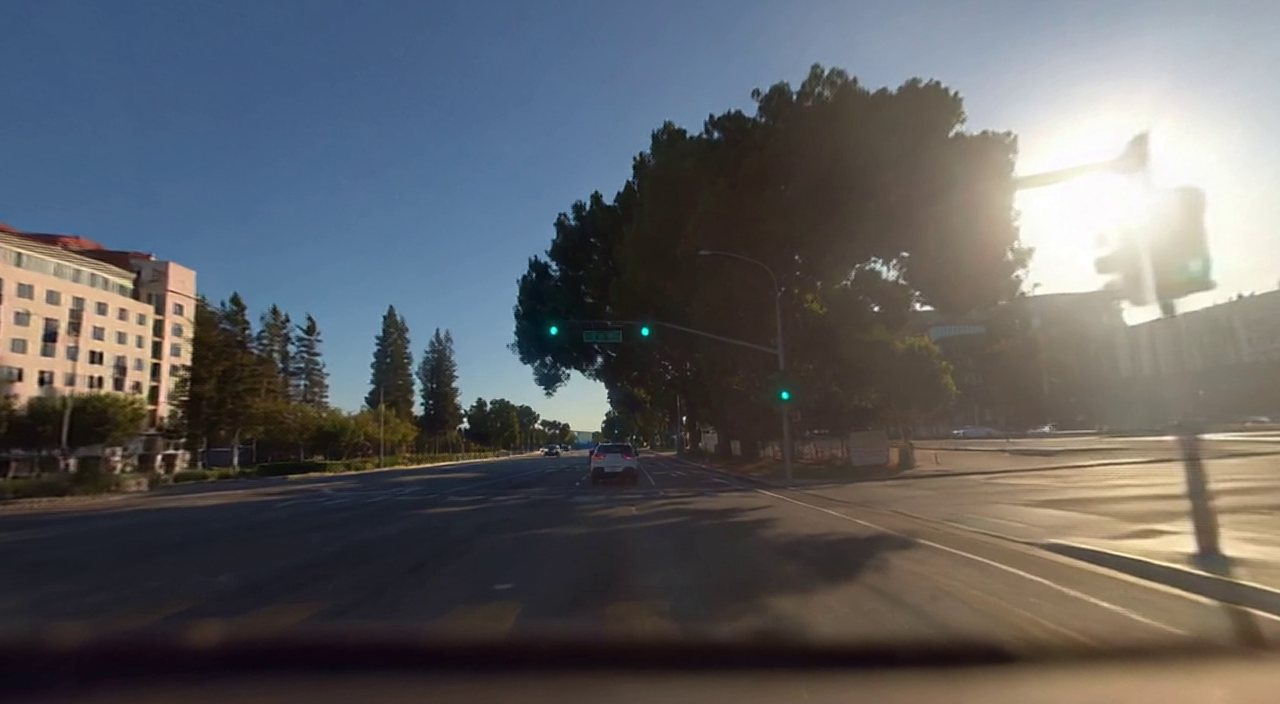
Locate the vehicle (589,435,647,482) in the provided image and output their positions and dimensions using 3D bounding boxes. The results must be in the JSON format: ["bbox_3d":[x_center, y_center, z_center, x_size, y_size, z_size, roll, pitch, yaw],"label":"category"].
[{"bbox_3d":[-0.844,4.210,25.187,2.130,1.711,4.038,0,-8,-2],"label":"vehicle"}]
